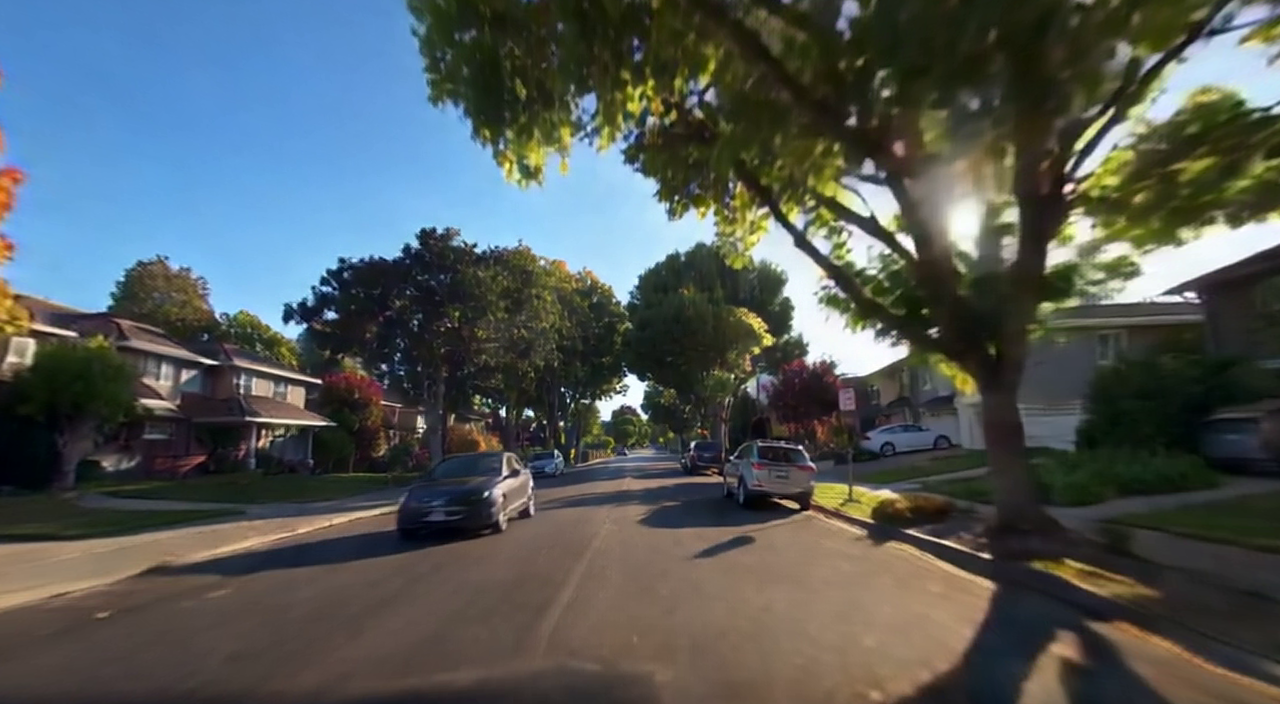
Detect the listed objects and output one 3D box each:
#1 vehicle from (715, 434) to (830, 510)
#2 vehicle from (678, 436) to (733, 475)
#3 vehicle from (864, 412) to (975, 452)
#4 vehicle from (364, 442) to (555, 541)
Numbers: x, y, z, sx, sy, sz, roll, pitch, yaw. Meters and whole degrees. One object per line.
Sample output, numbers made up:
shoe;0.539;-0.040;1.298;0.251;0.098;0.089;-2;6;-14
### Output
vehicle;3.217;3.002;16.392;2.079;1.651;4.783;0;-8;2
vehicle;3.427;5.536;34.066;2.350;1.912;5.696;0;-8;0
vehicle;13.326;3.814;30.388;4.310;1.805;2.289;-1;-6;6
vehicle;-3.104;2.497;12.120;2.104;1.497;4.781;0;-8;2
